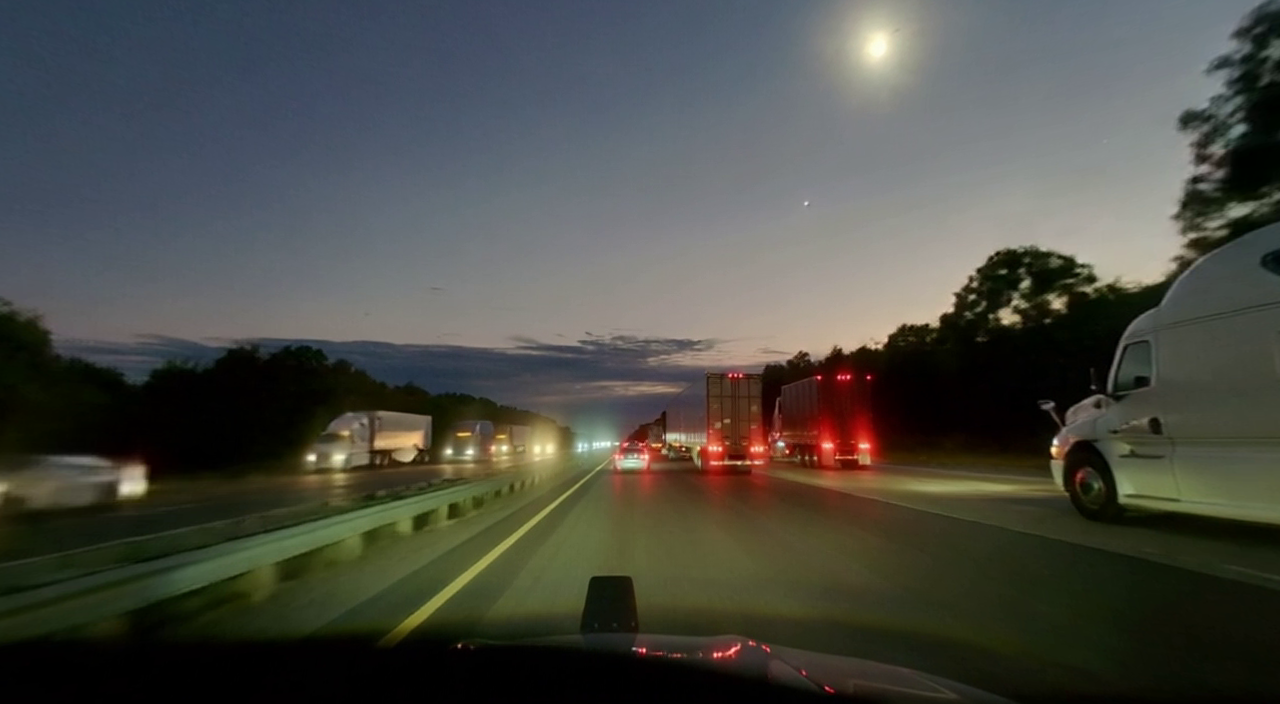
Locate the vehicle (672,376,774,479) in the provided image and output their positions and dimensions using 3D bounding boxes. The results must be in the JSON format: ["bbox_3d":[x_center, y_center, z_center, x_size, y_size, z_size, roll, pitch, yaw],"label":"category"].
[{"bbox_3d":[3.661,3.938,32.298,2.888,4.099,14.183,0,-8,-2],"label":"vehicle"}]

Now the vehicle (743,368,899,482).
[{"bbox_3d":[7.697,3.543,29.965,2.876,4.111,14.145,0,-7,-2],"label":"vehicle"}]

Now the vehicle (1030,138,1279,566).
[{"bbox_3d":[7.975,0.046,6.771,2.979,4.312,6.722,0,-8,-1],"label":"vehicle"}]

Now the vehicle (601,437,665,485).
[{"bbox_3d":[-0.274,3.735,22.010,2.038,1.477,3.773,0,-8,-1],"label":"vehicle"}]

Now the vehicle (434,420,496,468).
[{"bbox_3d":[-13.310,7.002,48.545,2.641,3.353,7.768,0,-8,-1],"label":"vehicle"}]

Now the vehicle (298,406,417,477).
[{"bbox_3d":[-17.061,5.520,39.114,3.053,3.812,9.596,0,-8,-1],"label":"vehicle"}]
